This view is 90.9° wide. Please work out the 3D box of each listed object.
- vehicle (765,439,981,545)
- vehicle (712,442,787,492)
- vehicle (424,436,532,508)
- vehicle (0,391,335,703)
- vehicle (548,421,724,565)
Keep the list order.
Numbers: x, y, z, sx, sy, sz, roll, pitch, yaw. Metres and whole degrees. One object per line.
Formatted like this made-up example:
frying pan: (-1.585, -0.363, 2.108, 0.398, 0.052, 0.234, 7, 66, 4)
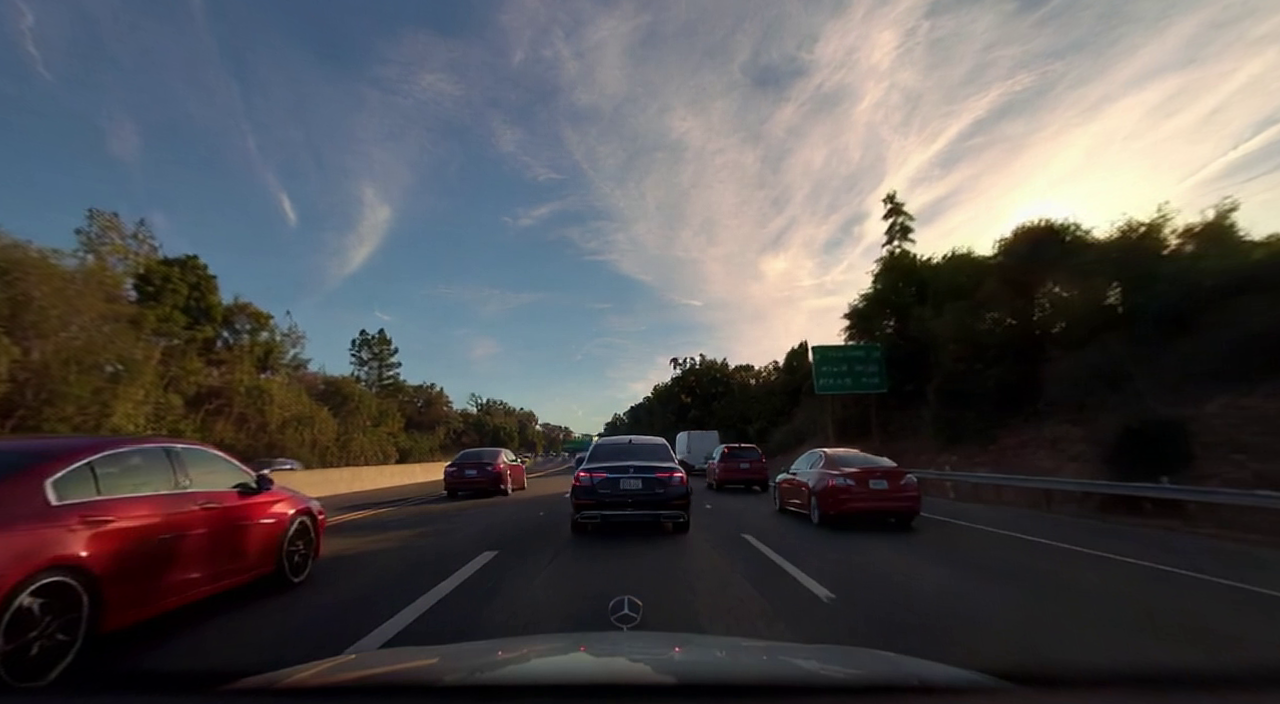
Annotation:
vehicle: (3.662, 2.281, 10.982, 1.953, 1.434, 4.511, 0, -9, -1)
vehicle: (3.750, 4.014, 22.307, 1.905, 1.590, 3.746, 0, -9, -1)
vehicle: (-4.261, 3.213, 17.254, 1.890, 1.708, 3.844, 0, -9, 1)
vehicle: (-4.515, 1.271, 4.785, 2.173, 1.660, 4.373, 0, -9, 0)
vehicle: (-0.104, 1.978, 9.489, 2.093, 1.695, 3.782, 0, -9, -2)
